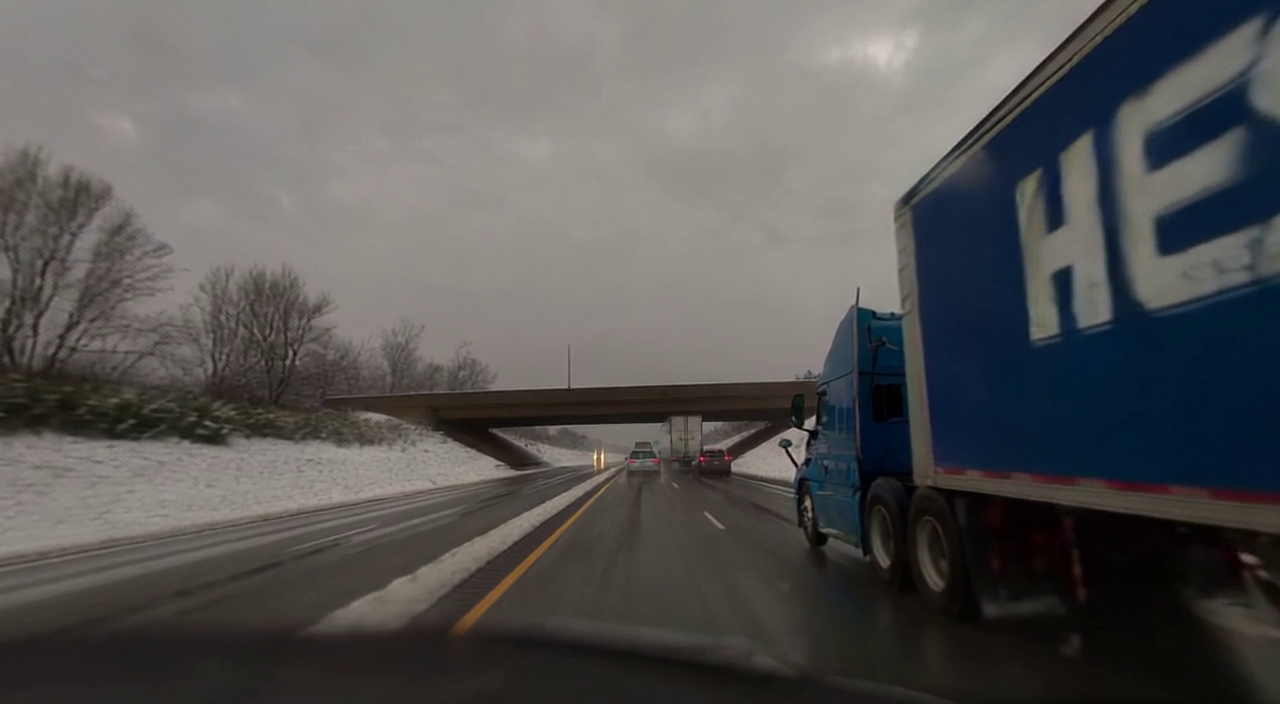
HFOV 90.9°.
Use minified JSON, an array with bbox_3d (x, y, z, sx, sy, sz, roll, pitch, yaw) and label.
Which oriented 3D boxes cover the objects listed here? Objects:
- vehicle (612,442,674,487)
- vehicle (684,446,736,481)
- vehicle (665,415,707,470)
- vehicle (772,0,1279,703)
[{"bbox_3d":[0.115,4.446,25.113,2.256,1.615,4.114,-1,-9,0],"label":"vehicle"},{"bbox_3d":[3.326,5.367,30.535,1.972,1.505,3.946,0,-9,-1],"label":"vehicle"},{"bbox_3d":[3.563,7.195,49.622,2.948,3.974,6.480,-1,-9,3],"label":"vehicle"},{"bbox_3d":[3.102,-0.521,0.695,2.870,4.056,14.250,-1,-9,0],"label":"vehicle"}]
